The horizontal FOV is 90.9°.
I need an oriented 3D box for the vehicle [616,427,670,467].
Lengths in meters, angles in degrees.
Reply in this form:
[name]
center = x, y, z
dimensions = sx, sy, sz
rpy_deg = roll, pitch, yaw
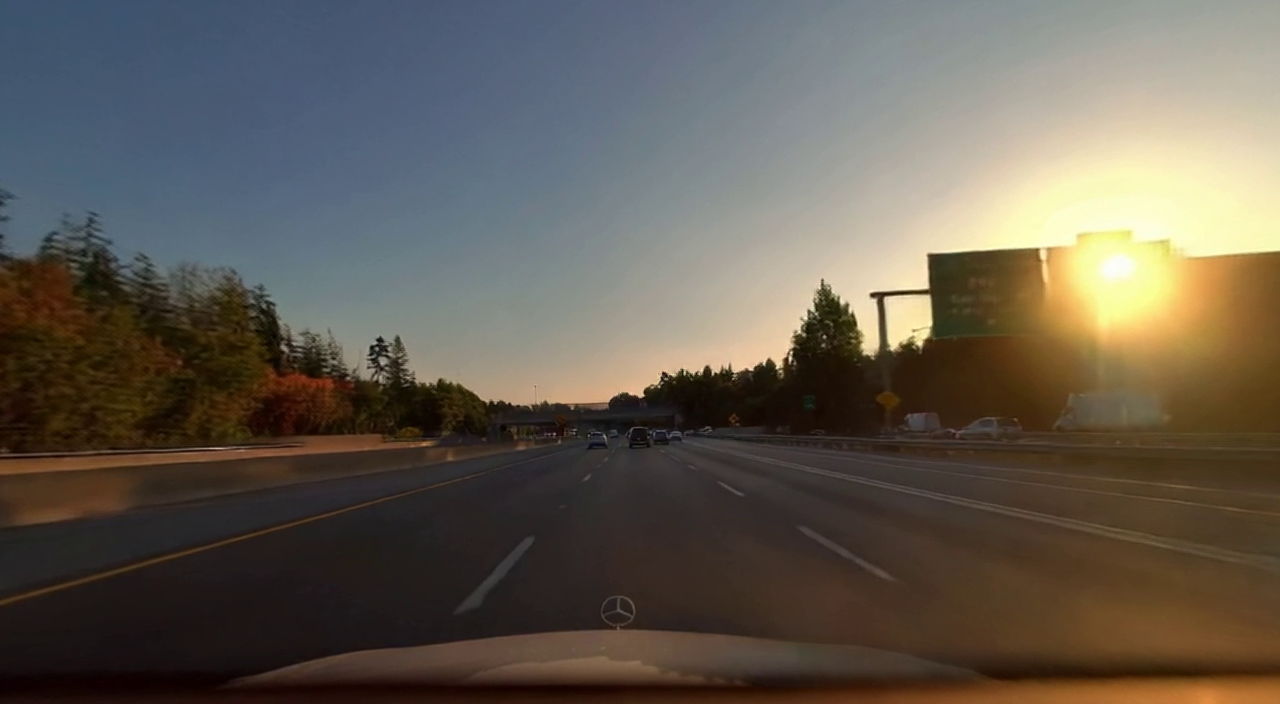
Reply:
[vehicle]
center = 0.062, 3.952, 26.474
dimensions = 2.086, 1.554, 3.875
rpy_deg = 0, -8, -2
